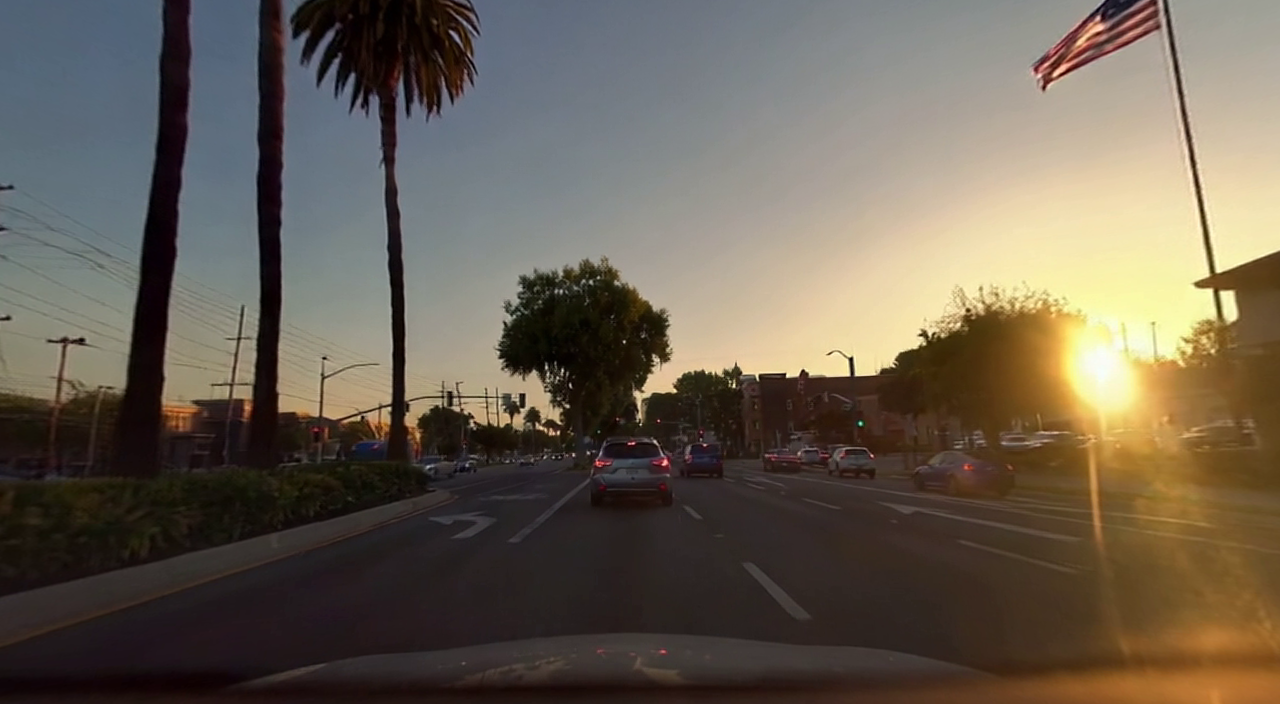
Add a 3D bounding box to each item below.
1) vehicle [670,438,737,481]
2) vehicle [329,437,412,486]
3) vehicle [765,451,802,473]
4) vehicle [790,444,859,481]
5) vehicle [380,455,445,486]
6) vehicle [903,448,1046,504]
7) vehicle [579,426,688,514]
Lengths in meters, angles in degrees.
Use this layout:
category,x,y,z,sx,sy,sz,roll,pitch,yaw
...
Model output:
category,x,y,z,sx,sy,sz,roll,pitch,yaw
vehicle,3.183,5.590,33.271,2.773,2.021,6.212,0,-9,-1
vehicle,-19.036,7.755,45.130,2.901,3.039,7.160,-3,-9,-1
vehicle,10.262,7.895,45.517,1.855,1.495,4.143,-1,-9,3
vehicle,9.802,5.877,33.932,2.155,1.779,4.582,0,-9,-2
vehicle,-12.211,6.371,34.200,1.965,1.475,4.209,0,-9,0
vehicle,9.918,3.669,19.184,1.967,1.485,4.267,0,-9,-1
vehicle,-0.188,2.962,16.389,2.402,1.938,4.535,0,-9,-1
